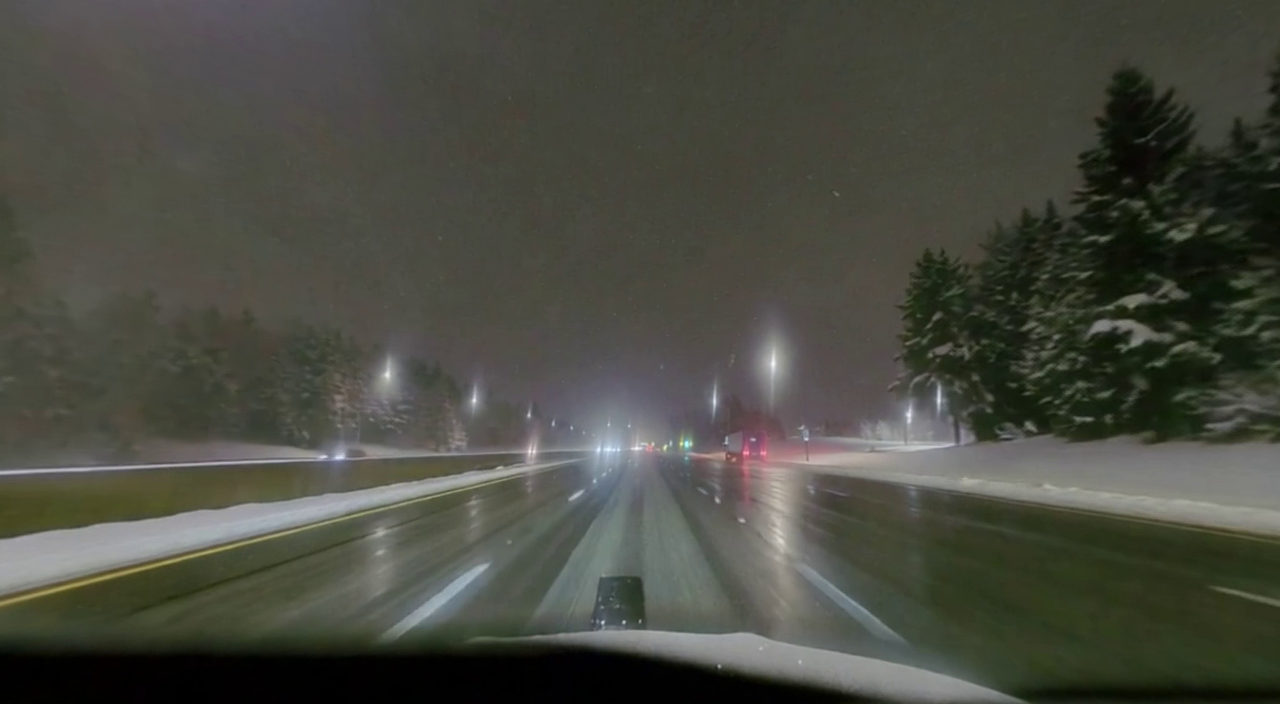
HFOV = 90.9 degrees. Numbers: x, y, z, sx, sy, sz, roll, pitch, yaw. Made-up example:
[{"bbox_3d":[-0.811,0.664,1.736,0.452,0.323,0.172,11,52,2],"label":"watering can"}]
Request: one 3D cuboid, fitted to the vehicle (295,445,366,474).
[{"bbox_3d":[-21.595,7.492,44.371,2.101,1.828,5.641,0,-8,0],"label":"vehicle"}]
